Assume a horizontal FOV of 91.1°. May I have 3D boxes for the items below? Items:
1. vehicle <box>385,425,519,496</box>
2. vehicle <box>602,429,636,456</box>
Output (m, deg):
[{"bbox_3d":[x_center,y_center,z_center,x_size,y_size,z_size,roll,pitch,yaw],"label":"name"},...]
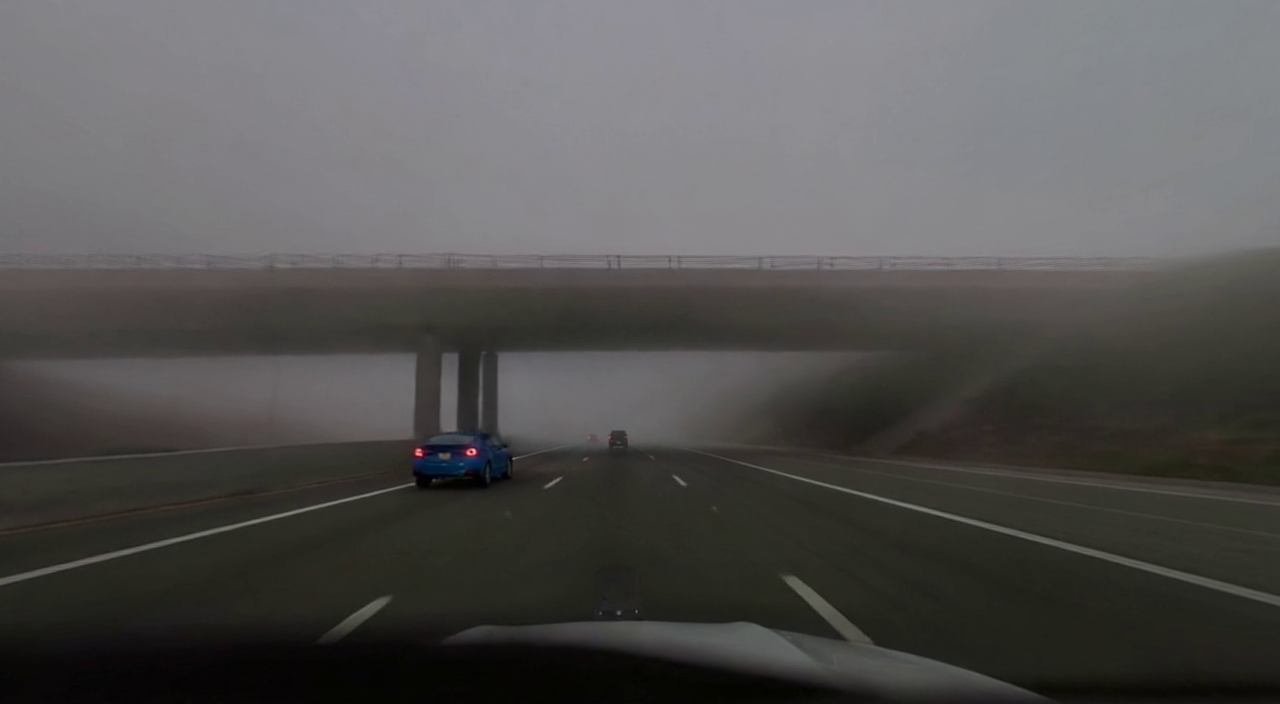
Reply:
[{"bbox_3d":[-4.521,2.670,15.952,2.017,1.537,4.496,0,-8,0],"label":"vehicle"},{"bbox_3d":[-1.314,5.938,41.368,2.116,1.625,4.004,0,-8,0],"label":"vehicle"}]
